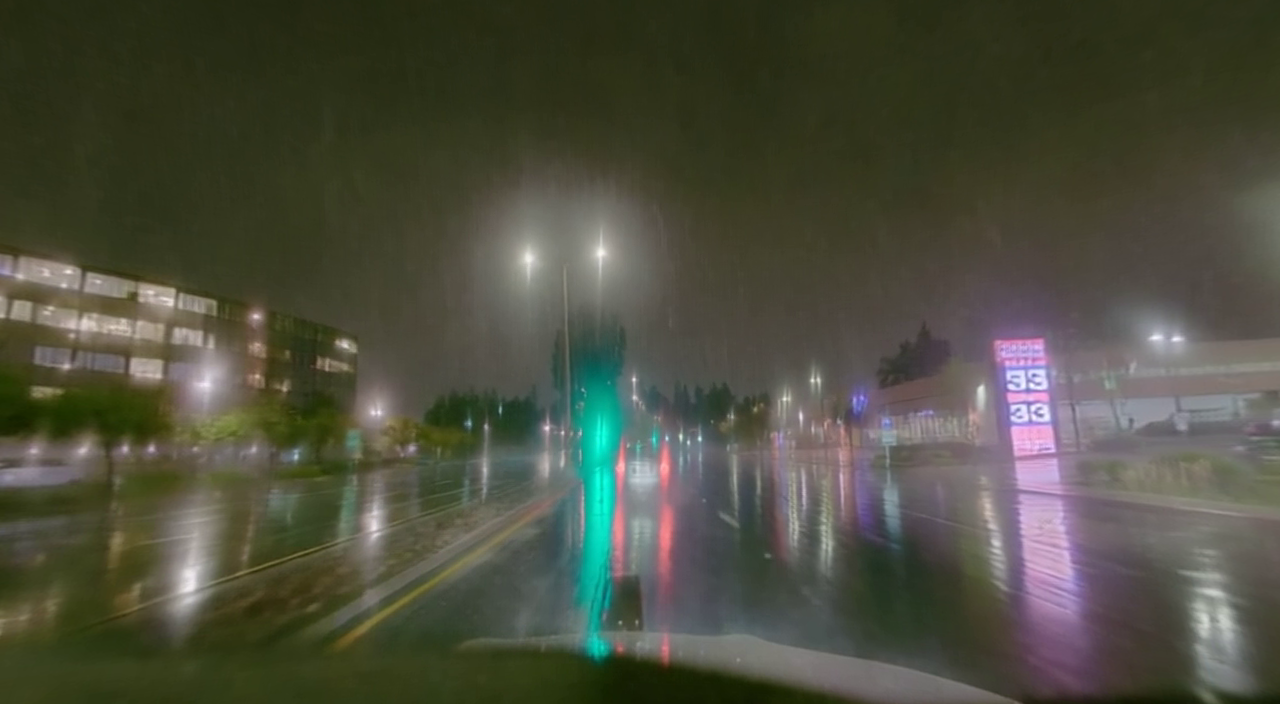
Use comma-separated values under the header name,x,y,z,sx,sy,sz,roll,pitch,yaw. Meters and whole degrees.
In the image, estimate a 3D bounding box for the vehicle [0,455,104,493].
name,x,y,z,sx,sy,sz,roll,pitch,yaw
vehicle,-27.719,5.510,28.605,4.665,1.578,2.051,0,-8,-3

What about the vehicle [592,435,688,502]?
name,x,y,z,sx,sy,sz,roll,pitch,yaw
vehicle,-0.043,2.879,16.003,2.126,1.475,3.967,0,-8,-1
